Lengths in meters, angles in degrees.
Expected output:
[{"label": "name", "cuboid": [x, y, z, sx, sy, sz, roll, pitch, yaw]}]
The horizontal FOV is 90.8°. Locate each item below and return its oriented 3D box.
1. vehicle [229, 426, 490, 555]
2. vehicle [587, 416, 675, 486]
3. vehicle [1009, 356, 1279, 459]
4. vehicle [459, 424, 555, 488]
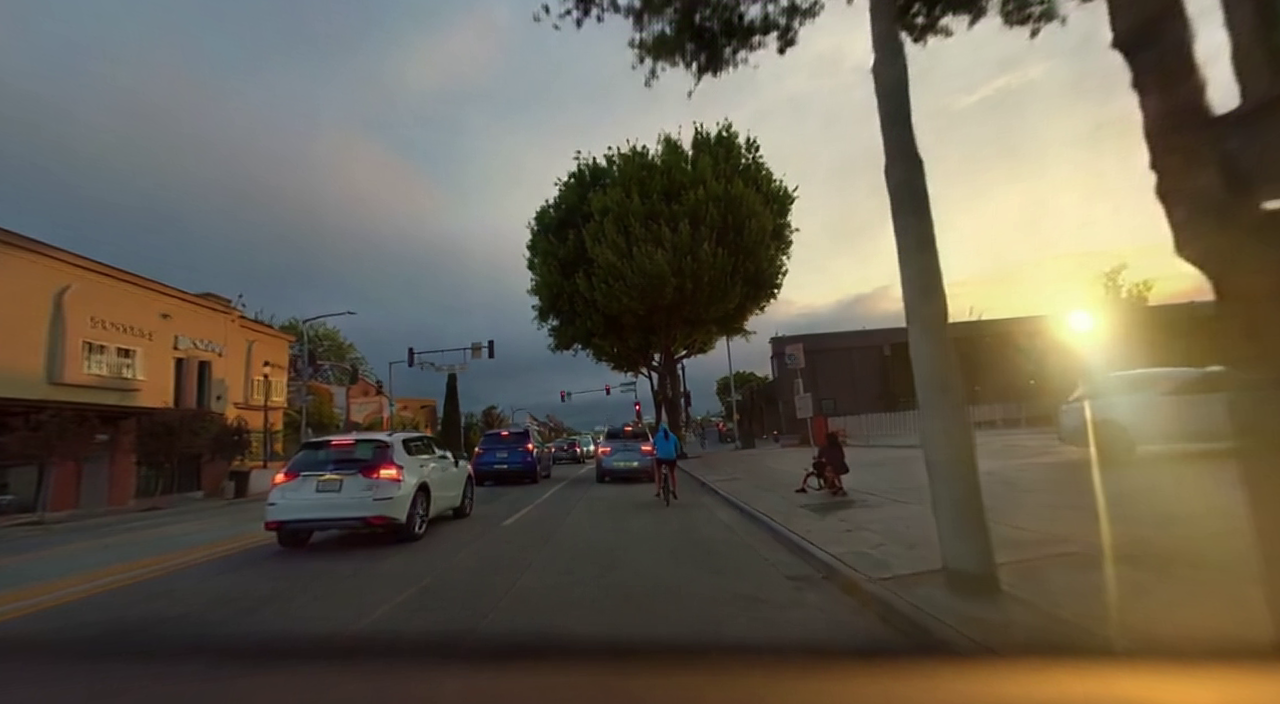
[{"label": "vehicle", "cuboid": [-3.766, 1.917, 9.490, 2.064, 1.486, 4.140, 0, -8, -1]}, {"label": "vehicle", "cuboid": [-0.310, 3.071, 19.846, 2.426, 1.882, 5.027, 0, -8, -1]}, {"label": "vehicle", "cuboid": [8.529, 0.933, 10.022, 4.159, 1.416, 2.049, 1, -8, -9]}, {"label": "vehicle", "cuboid": [-3.935, 3.174, 19.549, 2.046, 1.750, 4.452, 0, -8, -1]}]
